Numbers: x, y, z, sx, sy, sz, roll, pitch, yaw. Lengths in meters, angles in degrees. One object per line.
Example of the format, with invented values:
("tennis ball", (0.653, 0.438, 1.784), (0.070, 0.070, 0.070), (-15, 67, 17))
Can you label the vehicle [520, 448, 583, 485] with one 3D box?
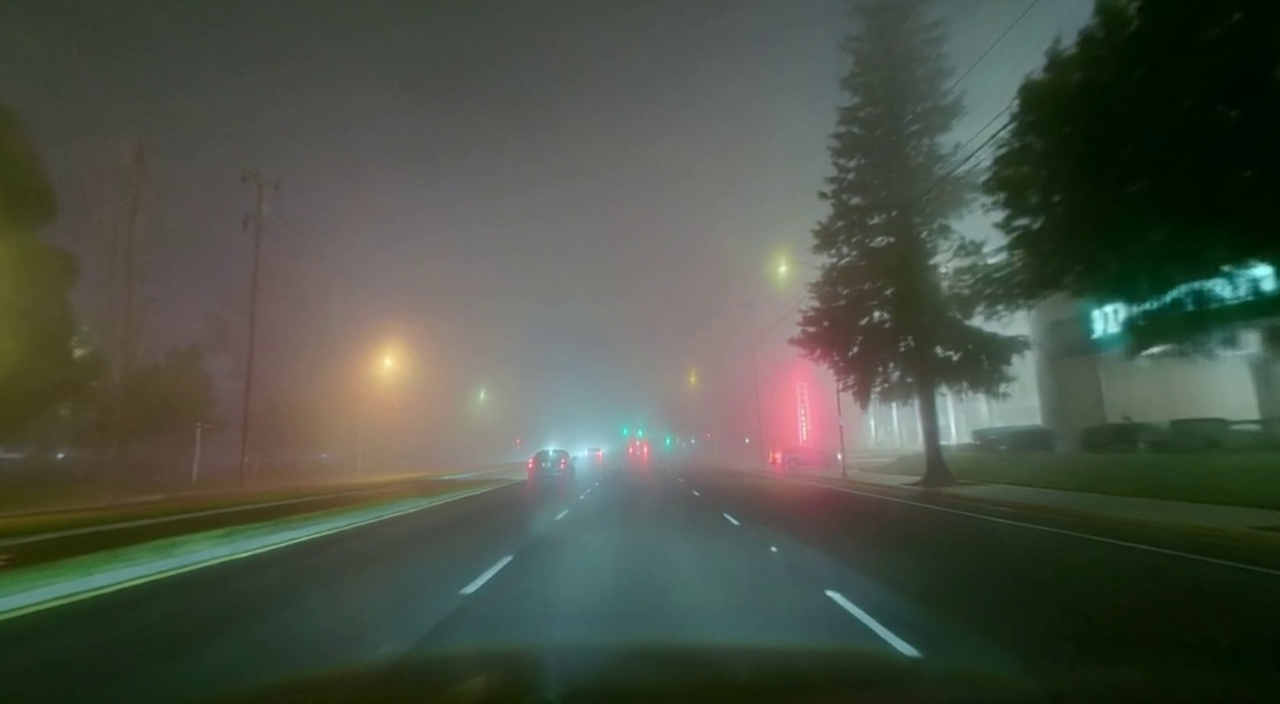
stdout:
("vehicle", (-3.677, 4.870, 27.030), (2.076, 1.444, 4.328), (0, -9, 0))

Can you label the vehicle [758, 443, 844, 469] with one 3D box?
("vehicle", (10.303, 6.668, 40.509), (4.885, 1.576, 2.024), (0, -9, -6))
